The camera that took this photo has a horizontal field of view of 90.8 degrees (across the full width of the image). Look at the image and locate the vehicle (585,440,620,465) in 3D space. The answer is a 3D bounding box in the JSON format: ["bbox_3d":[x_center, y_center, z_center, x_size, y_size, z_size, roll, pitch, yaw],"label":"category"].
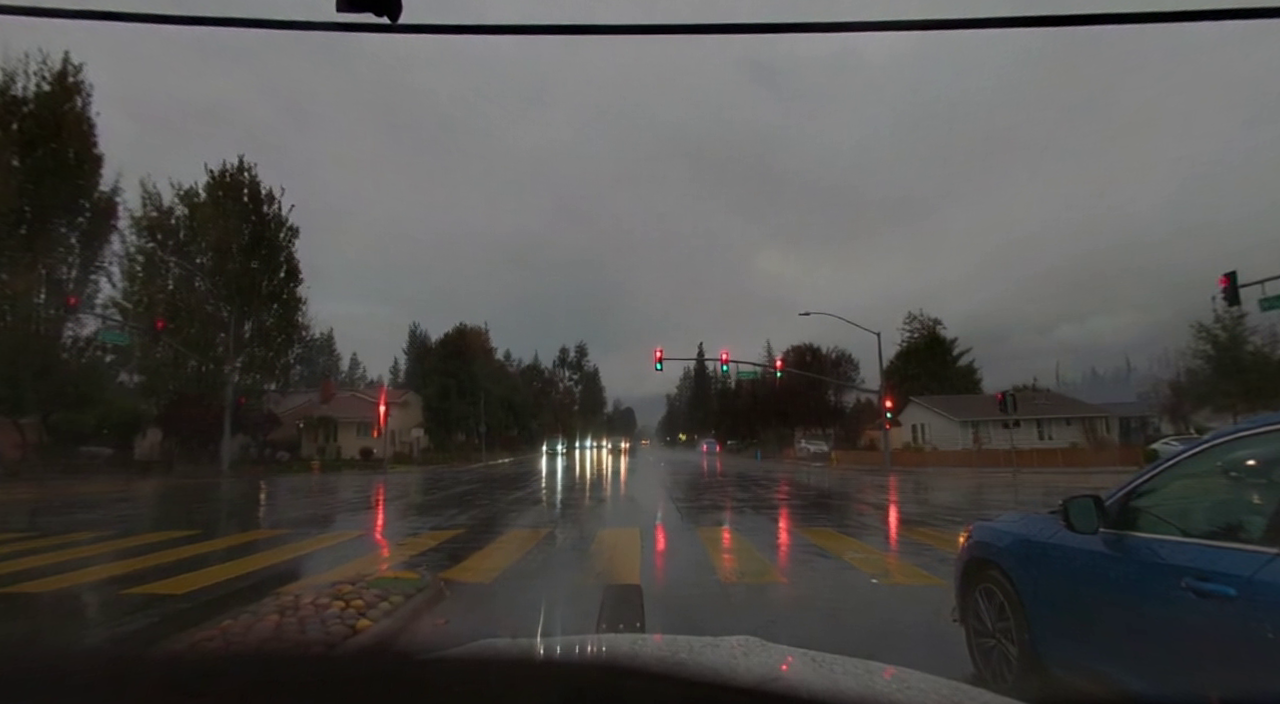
[{"bbox_3d":[-2.384,6.595,41.580,2.046,1.491,4.118,0,-9,0],"label":"vehicle"}]

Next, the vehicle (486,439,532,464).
[{"bbox_3d":[-8.945,6.854,43.626,2.028,1.654,5.027,0,-9,1],"label":"vehicle"}]

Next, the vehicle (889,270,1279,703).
[{"bbox_3d":[2.711,0.708,1.721,2.085,1.800,4.908,0,-9,1],"label":"vehicle"}]

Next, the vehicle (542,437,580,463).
[{"bbox_3d":[-5.522,6.902,44.418,2.091,1.707,4.157,0,-9,0],"label":"vehicle"}]
